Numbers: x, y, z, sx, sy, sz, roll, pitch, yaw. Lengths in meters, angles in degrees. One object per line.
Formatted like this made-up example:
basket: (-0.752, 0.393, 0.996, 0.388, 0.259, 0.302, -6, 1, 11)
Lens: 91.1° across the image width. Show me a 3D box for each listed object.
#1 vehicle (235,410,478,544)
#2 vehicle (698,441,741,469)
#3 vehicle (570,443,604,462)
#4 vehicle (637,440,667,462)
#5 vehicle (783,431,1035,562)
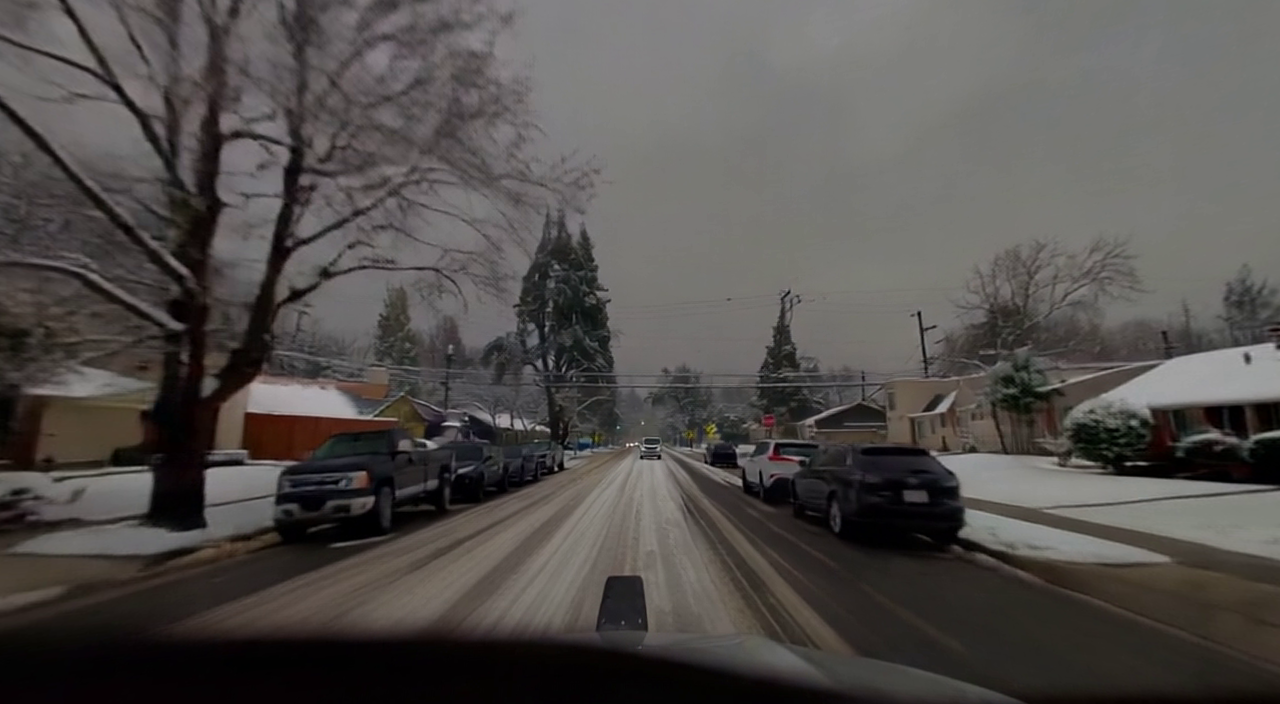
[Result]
vehicle: (-4.721, 2.148, 11.519, 2.162, 1.857, 4.758, 2, -8, 0)
vehicle: (4.461, 5.843, 35.703, 1.876, 1.477, 4.324, 0, -8, 0)
vehicle: (-4.077, 7.834, 49.026, 1.999, 1.441, 4.628, -1, -8, 4)
vehicle: (0.878, 7.148, 45.263, 2.010, 1.499, 4.107, 0, -9, 1)
vehicle: (3.711, 2.055, 9.798, 1.987, 1.518, 4.686, 0, -8, 2)
